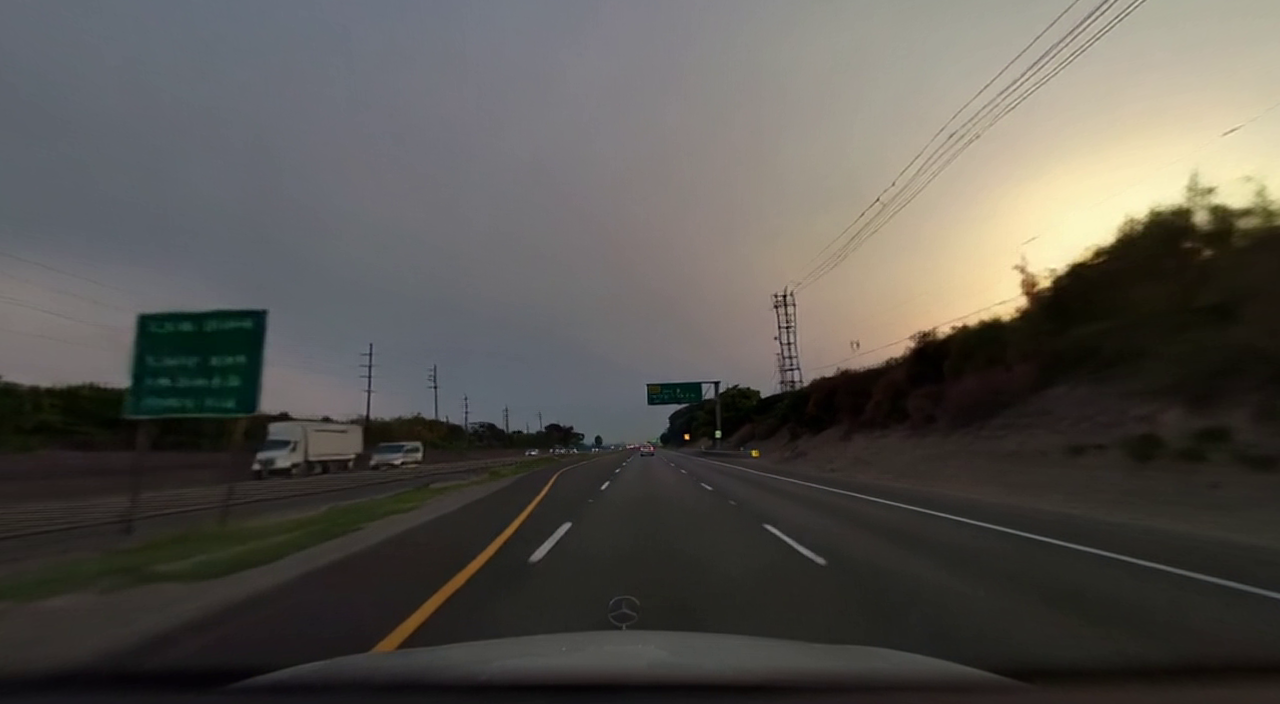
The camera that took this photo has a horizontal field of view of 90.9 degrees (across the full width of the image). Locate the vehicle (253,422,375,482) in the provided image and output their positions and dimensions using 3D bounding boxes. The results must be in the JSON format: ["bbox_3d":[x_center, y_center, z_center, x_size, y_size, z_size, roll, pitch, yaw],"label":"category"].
[{"bbox_3d":[-20.845,6.458,41.194,2.949,3.403,9.367,0,-8,0],"label":"vehicle"}]

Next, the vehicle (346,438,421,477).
[{"bbox_3d":[-16.338,6.742,40.575,2.348,2.282,5.540,-1,-8,1],"label":"vehicle"}]
